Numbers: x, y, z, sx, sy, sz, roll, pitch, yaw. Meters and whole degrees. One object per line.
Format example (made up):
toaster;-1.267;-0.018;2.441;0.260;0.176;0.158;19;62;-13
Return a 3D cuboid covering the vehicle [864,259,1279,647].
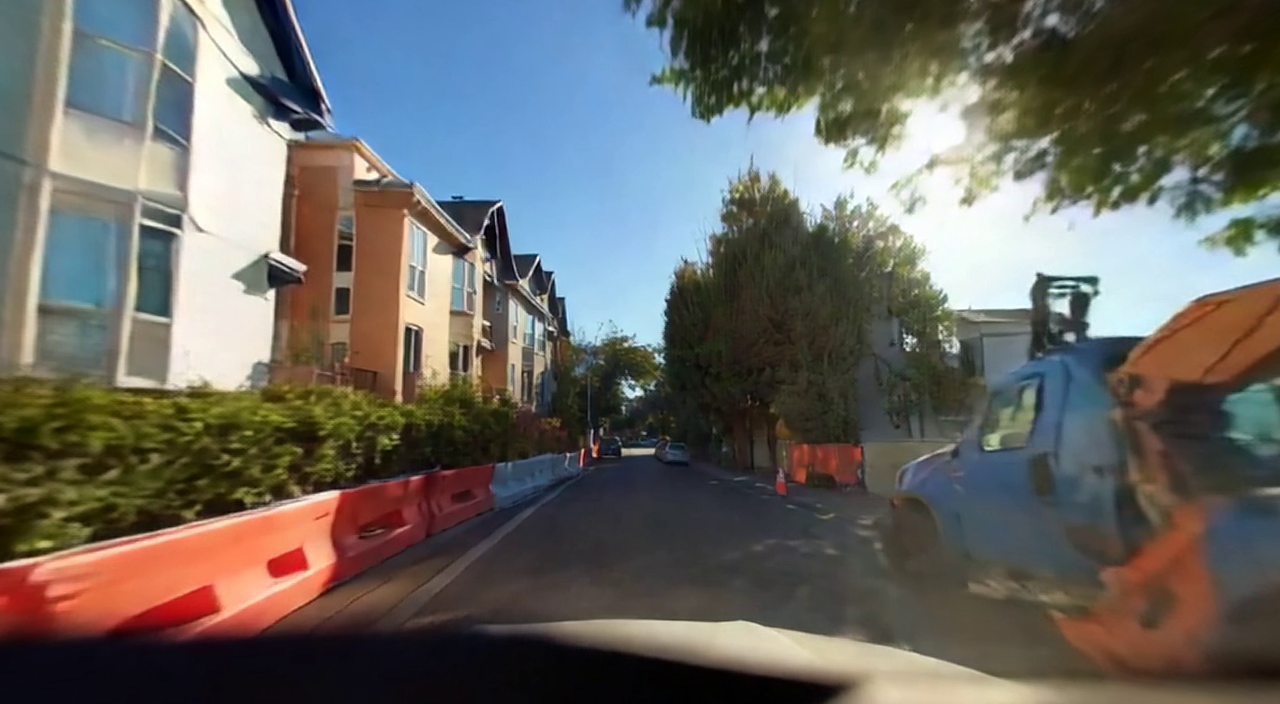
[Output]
vehicle;3.563;0.941;5.841;1.758;2.572;2.706;7;-13;-4

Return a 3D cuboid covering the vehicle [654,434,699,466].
vehicle;2.011;5.580;36.271;2.066;1.739;4.234;0;-7;-4
